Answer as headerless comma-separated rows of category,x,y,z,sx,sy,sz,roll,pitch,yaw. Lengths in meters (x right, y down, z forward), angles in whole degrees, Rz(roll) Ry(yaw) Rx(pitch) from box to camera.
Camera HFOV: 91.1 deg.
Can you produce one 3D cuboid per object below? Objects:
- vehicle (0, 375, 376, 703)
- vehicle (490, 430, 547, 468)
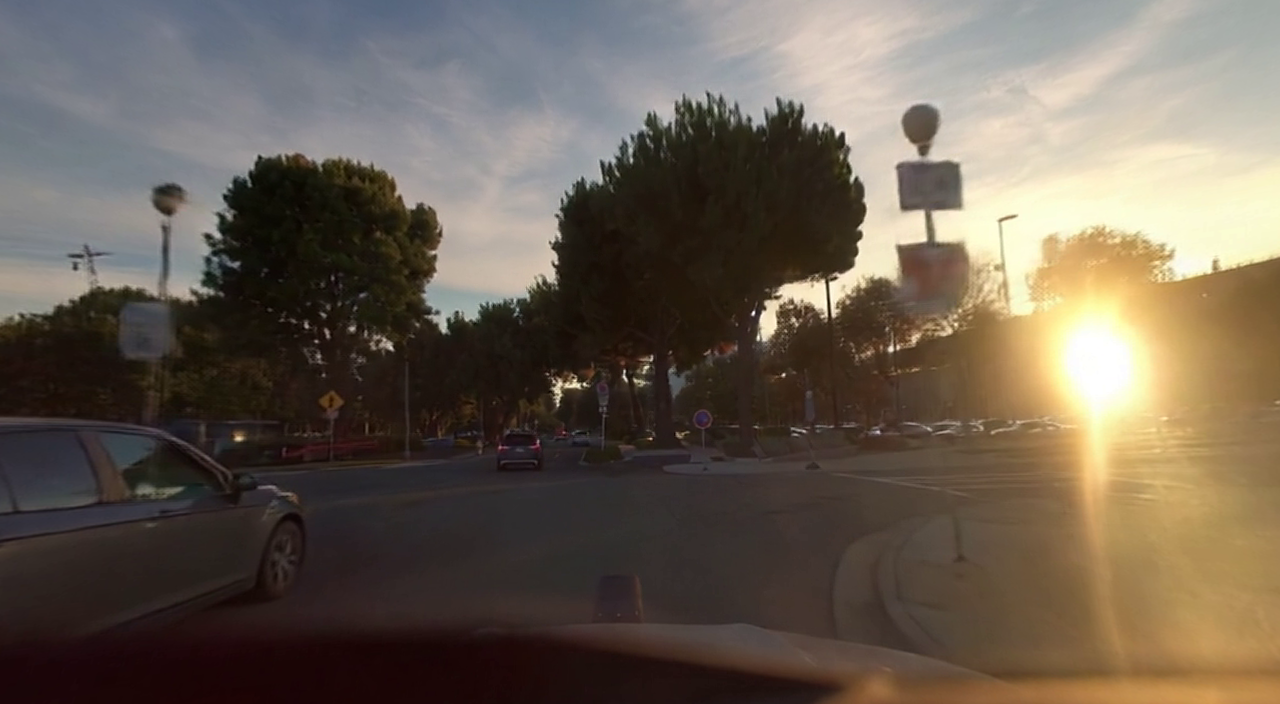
vehicle,-3.143,0.954,3.128,1.853,1.478,4.381,0,-7,-1
vehicle,-4.953,3.973,26.095,1.962,1.424,4.289,1,-8,-6
